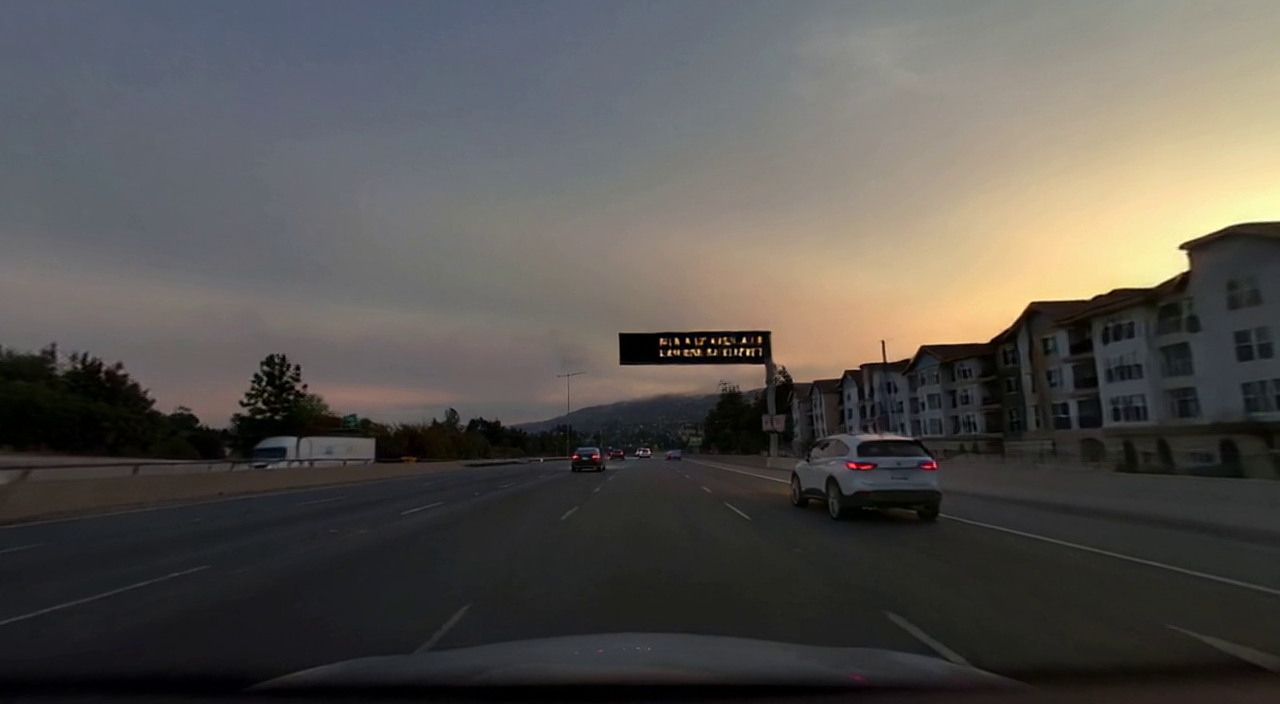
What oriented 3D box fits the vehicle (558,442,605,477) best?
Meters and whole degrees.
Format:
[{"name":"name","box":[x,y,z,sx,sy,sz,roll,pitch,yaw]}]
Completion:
[{"name":"vehicle","box":[-3.071,5.770,34.090,2.075,1.721,4.763,0,-9,1]}]

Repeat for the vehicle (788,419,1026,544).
[{"name":"vehicle","box":[4.328,2.183,11.273,2.170,1.733,4.631,0,-9,0]}]
